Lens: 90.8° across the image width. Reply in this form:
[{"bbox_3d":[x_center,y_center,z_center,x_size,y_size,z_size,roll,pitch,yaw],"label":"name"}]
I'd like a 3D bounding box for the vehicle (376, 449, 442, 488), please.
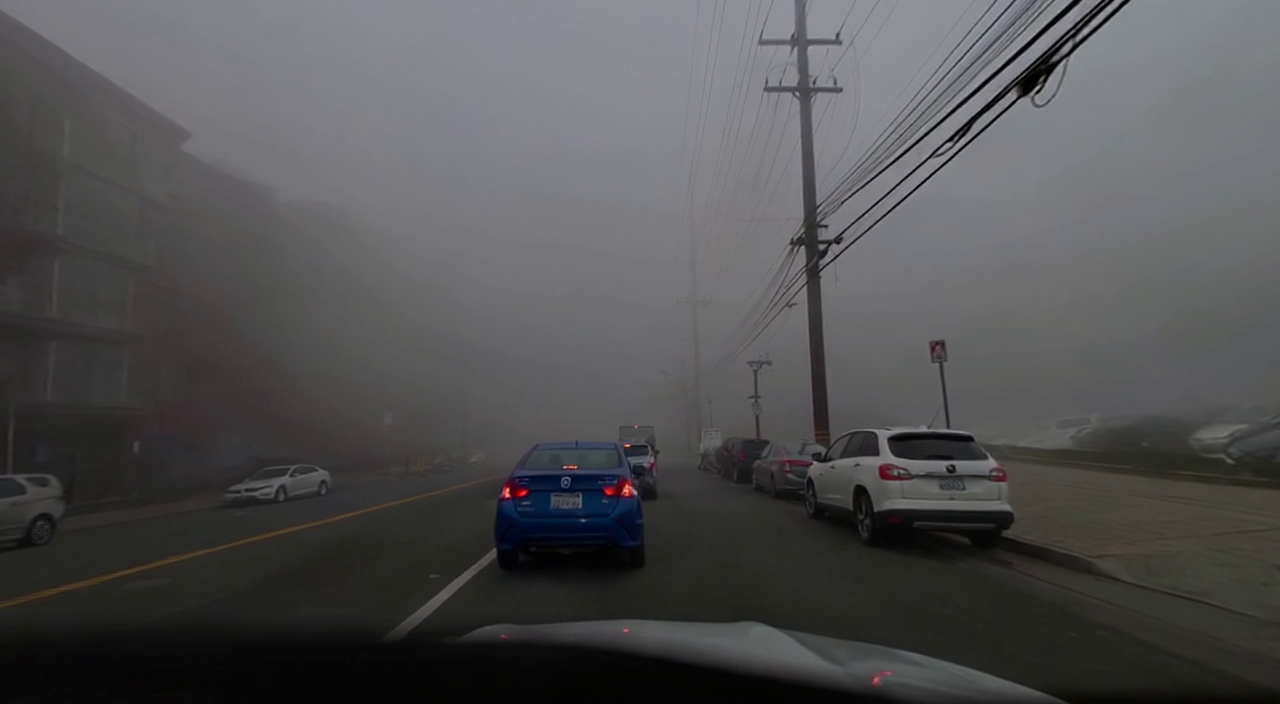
[{"bbox_3d":[-11.893,5.964,32.745,2.011,1.687,4.079,-5,-8,-3],"label":"vehicle"}]

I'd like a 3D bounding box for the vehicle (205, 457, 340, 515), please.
[{"bbox_3d":[-11.886,4.312,20.840,1.868,1.491,4.367,-4,-9,1],"label":"vehicle"}]

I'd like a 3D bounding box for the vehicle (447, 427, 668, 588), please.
[{"bbox_3d":[-0.761,1.770,8.141,2.019,1.453,4.603,0,-9,0],"label":"vehicle"}]

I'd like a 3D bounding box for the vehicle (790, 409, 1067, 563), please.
[{"bbox_3d":[3.796,1.846,9.410,1.967,1.721,4.410,0,-9,-1],"label":"vehicle"}]

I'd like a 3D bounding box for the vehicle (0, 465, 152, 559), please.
[{"bbox_3d":[-11.891,2.999,11.816,1.850,1.487,4.711,-3,-8,-1],"label":"vehicle"}]
